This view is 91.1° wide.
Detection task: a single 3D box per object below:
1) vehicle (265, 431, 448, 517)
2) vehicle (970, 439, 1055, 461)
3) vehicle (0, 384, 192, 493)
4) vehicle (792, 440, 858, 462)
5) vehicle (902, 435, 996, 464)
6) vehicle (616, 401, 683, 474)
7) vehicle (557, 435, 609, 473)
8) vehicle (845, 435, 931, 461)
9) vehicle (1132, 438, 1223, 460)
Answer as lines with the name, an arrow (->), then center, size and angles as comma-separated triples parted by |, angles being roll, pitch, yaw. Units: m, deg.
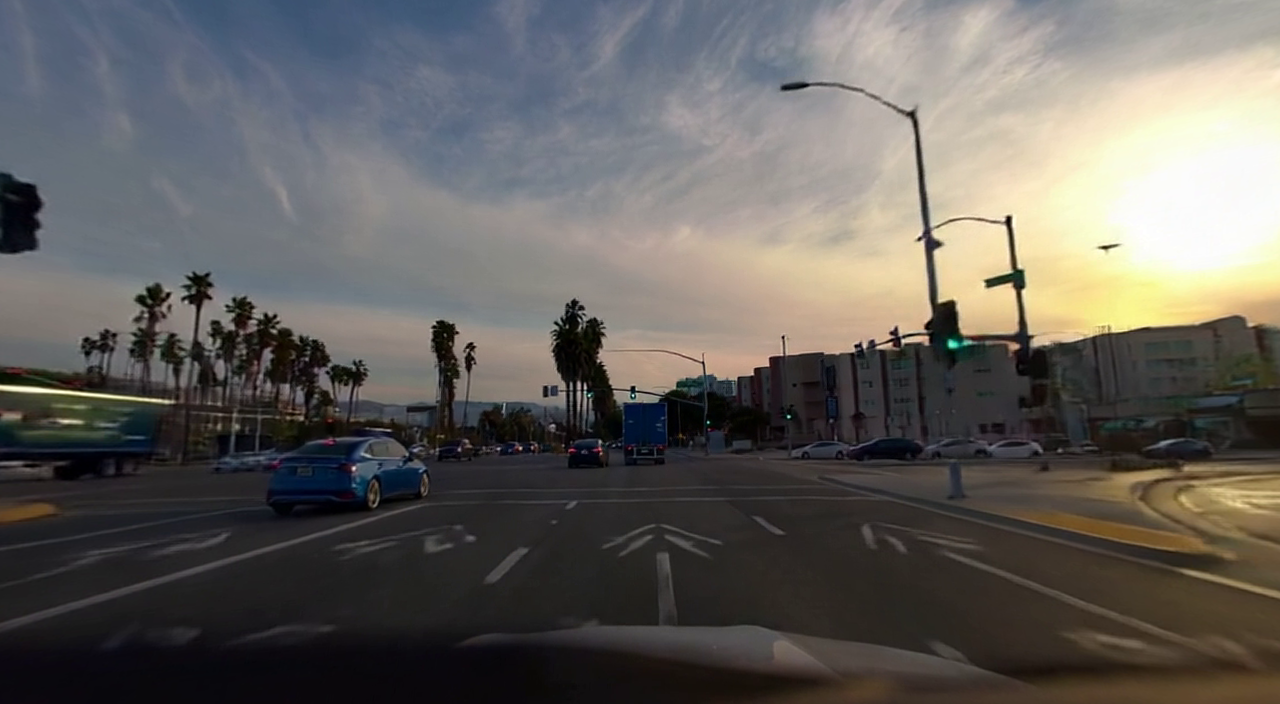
vehicle -> -6.214, 2.716, 14.545 | 2.045, 1.630, 4.680 | 0, -9, 0
vehicle -> 25.463, 6.707, 43.008 | 4.506, 1.484, 1.928 | 0, -9, 0
vehicle -> -25.117, 3.799, 27.298 | 3.017, 3.971, 11.161 | 0, -9, 0
vehicle -> 14.683, 7.879, 49.960 | 4.568, 1.485, 1.936 | -2, -11, 0
vehicle -> 19.524, 6.195, 39.756 | 4.831, 1.529, 1.966 | -3, -10, 0
vehicle -> 0.483, 4.330, 31.487 | 2.993, 3.235, 6.692 | 0, -9, 1
vehicle -> -2.887, 5.335, 33.088 | 2.178, 1.826, 4.933 | 0, -9, 1
vehicle -> 17.018, 6.621, 43.204 | 5.039, 1.744, 2.043 | 0, -9, 0
vehicle -> 36.536, 6.597, 42.756 | 4.337, 1.487, 1.949 | 0, -9, 1
